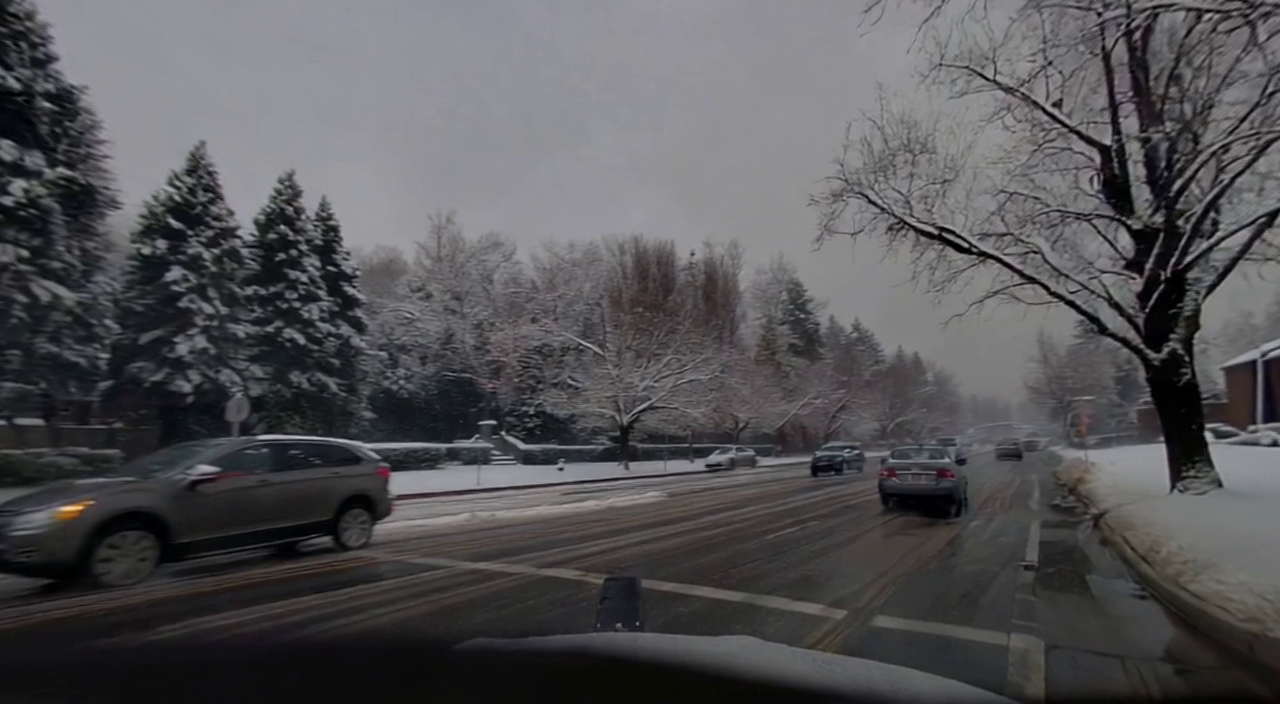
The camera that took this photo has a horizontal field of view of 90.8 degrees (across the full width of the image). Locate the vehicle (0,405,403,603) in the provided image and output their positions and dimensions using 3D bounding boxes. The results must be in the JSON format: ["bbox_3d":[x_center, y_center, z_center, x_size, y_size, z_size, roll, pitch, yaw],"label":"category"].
[{"bbox_3d":[-5.360,1.688,7.492,2.033,1.663,4.388,-8,-13,31],"label":"vehicle"}]

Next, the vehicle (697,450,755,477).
[{"bbox_3d":[5.504,6.983,39.828,1.982,1.445,4.458,-9,-11,29],"label":"vehicle"}]

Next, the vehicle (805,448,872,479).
[{"bbox_3d":[10.450,5.782,33.090,2.170,1.465,4.648,-5,-10,32],"label":"vehicle"}]

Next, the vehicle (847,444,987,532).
[{"bbox_3d":[5.923,2.681,13.192,2.116,1.479,4.358,-5,-10,30],"label":"vehicle"}]
